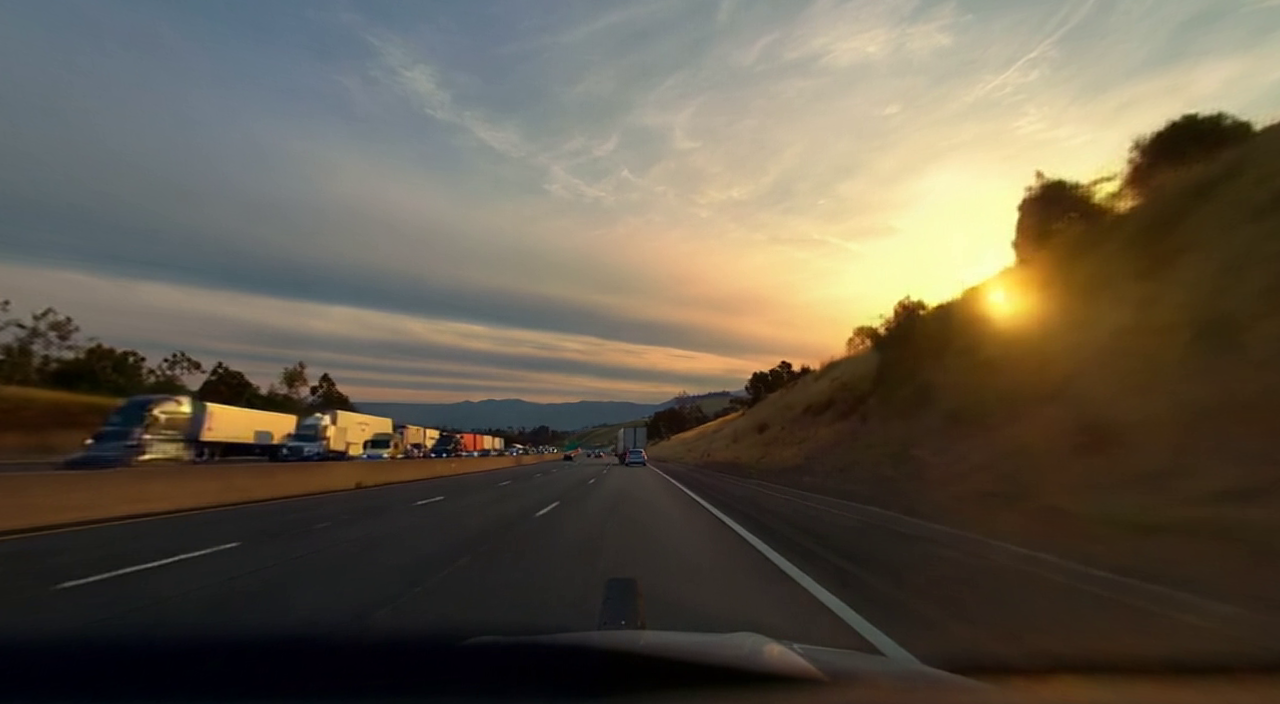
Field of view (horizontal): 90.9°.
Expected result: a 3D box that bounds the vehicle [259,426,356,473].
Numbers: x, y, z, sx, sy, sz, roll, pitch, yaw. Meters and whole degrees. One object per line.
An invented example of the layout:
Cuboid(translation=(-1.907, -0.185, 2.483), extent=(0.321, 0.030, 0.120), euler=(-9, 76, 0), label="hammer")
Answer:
Cuboid(translation=(-19.392, 5.764, 37.236), extent=(2.379, 2.537, 6.065), euler=(0, -9, 0), label="vehicle")

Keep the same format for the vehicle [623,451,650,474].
Cuboid(translation=(-0.276, 8.645, 49.431), extent=(2.009, 1.657, 3.962), euler=(0, -9, -1), label="vehicle")

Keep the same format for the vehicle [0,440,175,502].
Cuboid(translation=(-14.767, 3.080, 16.661), extent=(1.837, 1.427, 4.020), euler=(0, -9, 0), label="vehicle")

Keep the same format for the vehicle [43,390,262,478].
Cuboid(translation=(-23.870, 4.294, 32.055), extent=(2.893, 3.701, 10.393), euler=(0, -9, -1), label="vehicle")

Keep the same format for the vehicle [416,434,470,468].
Cuboid(translation=(-15.131, 7.672, 48.854), extent=(2.382, 2.437, 5.706), euler=(0, -9, -1), label="vehicle")

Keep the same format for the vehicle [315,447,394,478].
Cuboid(translation=(-14.705, 5.711, 32.769), extent=(1.935, 1.486, 4.694), euler=(0, -9, 0), label="vehicle")
